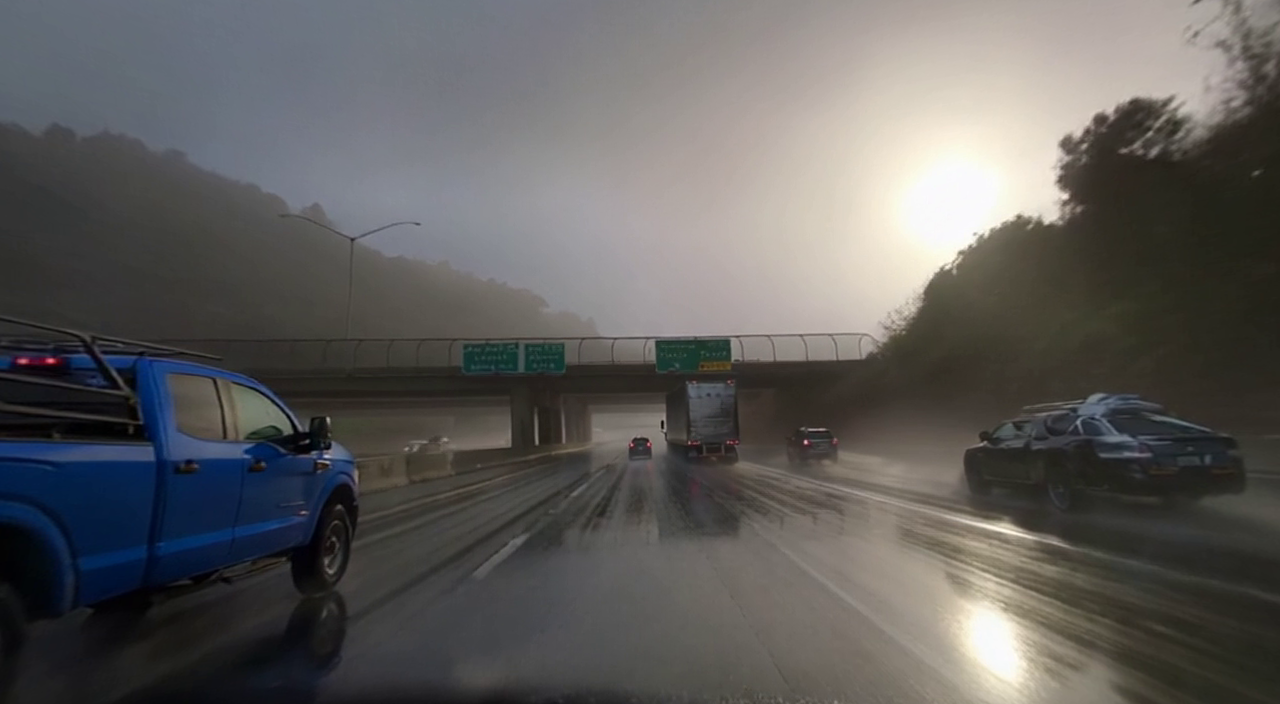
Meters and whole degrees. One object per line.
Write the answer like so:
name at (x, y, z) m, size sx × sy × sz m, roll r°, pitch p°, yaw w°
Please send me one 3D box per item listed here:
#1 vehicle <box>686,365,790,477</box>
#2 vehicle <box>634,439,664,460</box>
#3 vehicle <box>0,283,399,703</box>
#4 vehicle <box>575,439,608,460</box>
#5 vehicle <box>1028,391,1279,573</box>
vehicle at (3.974, 3.401, 29.135) m, size 2.885 × 4.036 × 12.891 m, roll 0°, pitch -8°, yaw 1°
vehicle at (0.626, 7.134, 46.364) m, size 2.092 × 1.446 × 4.092 m, roll 0°, pitch -8°, yaw 0°
vehicle at (-4.050, 0.915, 3.868) m, size 2.599 × 2.054 × 6.288 m, roll 0°, pitch -8°, yaw 1°
vehicle at (-3.524, 7.192, 46.473) m, size 2.077 × 1.446 × 4.106 m, roll 0°, pitch -8°, yaw 0°
vehicle at (7.061, 1.441, 7.433) m, size 1.999 × 1.700 × 4.640 m, roll 0°, pitch -8°, yaw 0°
